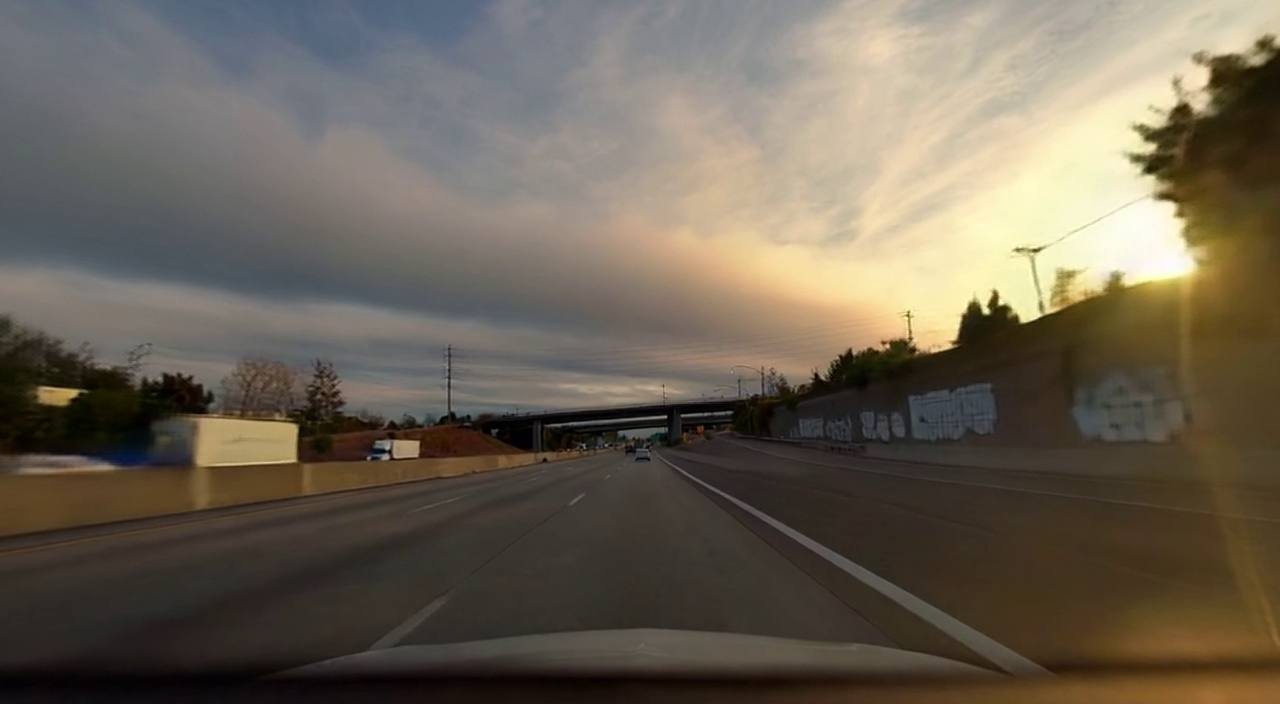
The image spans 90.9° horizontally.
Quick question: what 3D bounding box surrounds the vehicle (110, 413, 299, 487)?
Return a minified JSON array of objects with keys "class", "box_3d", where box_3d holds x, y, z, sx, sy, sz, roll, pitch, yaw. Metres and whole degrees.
[{"class":"vehicle","box_3d":[-24.446,5.710,36.566,3.177,3.622,10.760,0,-9,0]}]
